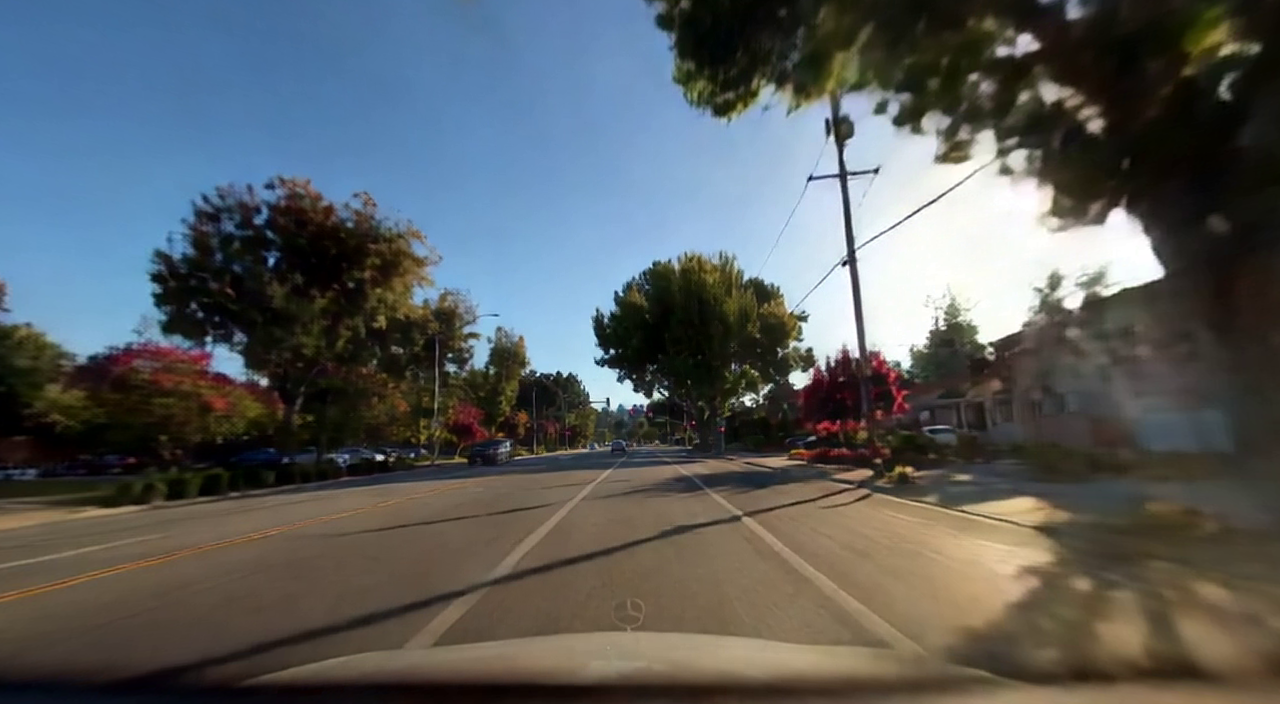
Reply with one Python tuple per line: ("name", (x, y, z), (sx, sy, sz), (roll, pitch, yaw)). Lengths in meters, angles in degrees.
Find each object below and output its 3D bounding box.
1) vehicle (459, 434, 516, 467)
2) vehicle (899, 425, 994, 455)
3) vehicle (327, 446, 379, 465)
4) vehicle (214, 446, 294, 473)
("vehicle", (-9.959, 6.515, 41.829), (2.294, 1.975, 5.773), (0, -8, 1))
("vehicle", (18.506, 5.328, 38.206), (4.591, 1.718, 2.107), (0, -9, -2))
("vehicle", (-22.455, 8.096, 49.413), (3.348, 1.380, 1.584), (2, -8, -8))
("vehicle", (-22.116, 6.147, 36.168), (3.459, 1.419, 1.631), (0, -9, -2))
